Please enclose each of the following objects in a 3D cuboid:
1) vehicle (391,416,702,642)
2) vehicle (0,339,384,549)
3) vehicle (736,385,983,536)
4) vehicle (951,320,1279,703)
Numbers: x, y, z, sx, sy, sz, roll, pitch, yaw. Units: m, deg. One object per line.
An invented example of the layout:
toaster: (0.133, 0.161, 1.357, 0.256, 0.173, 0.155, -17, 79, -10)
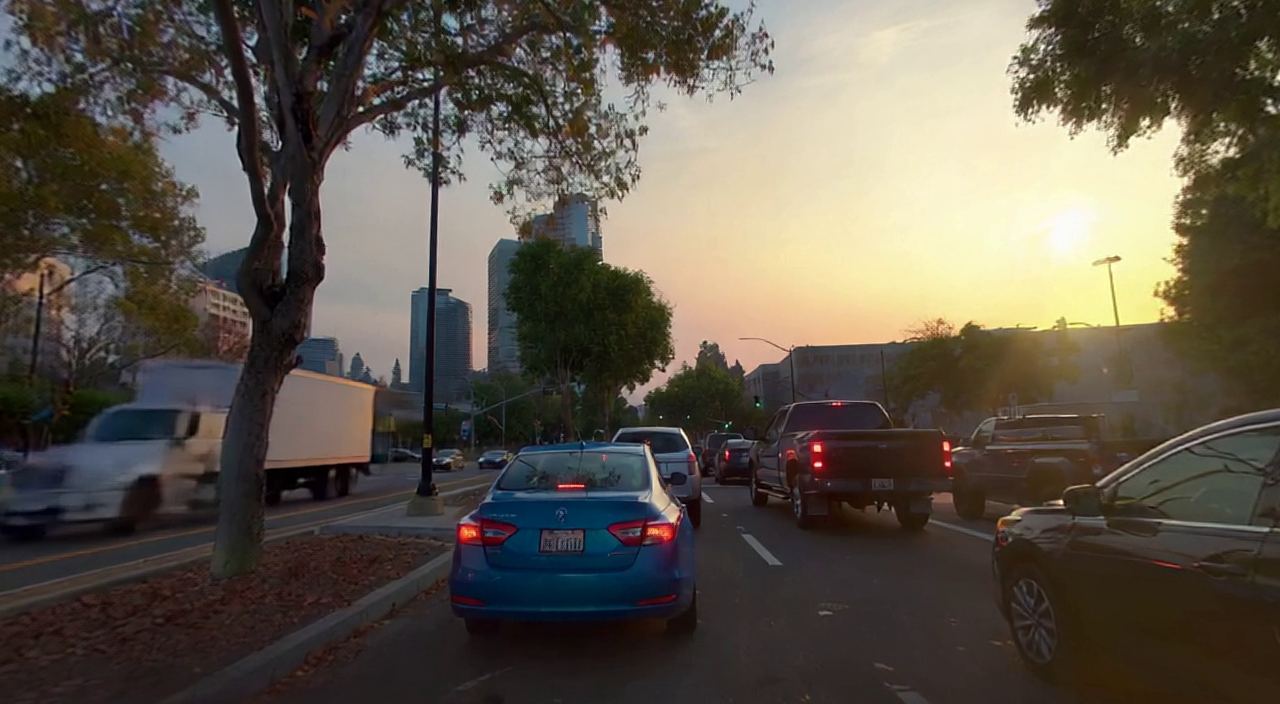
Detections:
vehicle: (-0.586, 1.500, 6.334, 2.111, 1.506, 4.018, 0, -9, 1)
vehicle: (-8.992, 2.030, 14.023, 2.931, 3.265, 8.387, 0, -9, 0)
vehicle: (3.503, 1.944, 11.707, 2.444, 2.098, 5.766, 0, -8, -1)
vehicle: (3.154, 0.750, 2.082, 1.982, 1.709, 4.427, 0, -9, 1)
